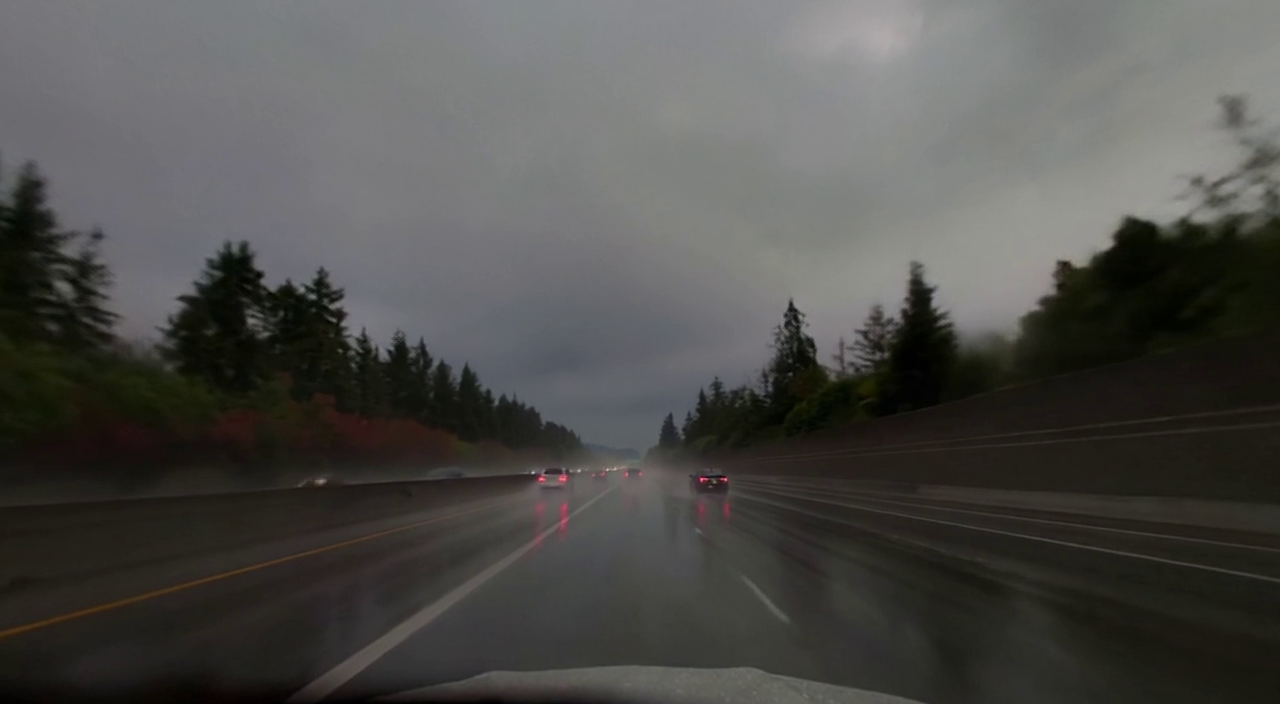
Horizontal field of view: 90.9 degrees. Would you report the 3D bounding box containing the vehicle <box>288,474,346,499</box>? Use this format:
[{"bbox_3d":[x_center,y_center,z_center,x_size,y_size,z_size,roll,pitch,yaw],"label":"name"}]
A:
[{"bbox_3d":[-20.615,8.609,40.386,1.698,1.451,3.764,0,-10,0],"label":"vehicle"}]

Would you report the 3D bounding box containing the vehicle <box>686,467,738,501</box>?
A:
[{"bbox_3d":[3.427,6.419,30.833,1.981,1.516,4.109,1,-10,-1],"label":"vehicle"}]

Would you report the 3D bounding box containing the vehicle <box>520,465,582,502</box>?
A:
[{"bbox_3d":[-3.896,5.872,28.434,2.004,1.468,4.812,0,-10,0],"label":"vehicle"}]

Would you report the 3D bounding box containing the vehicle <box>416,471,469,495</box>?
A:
[{"bbox_3d":[-12.760,8.494,41.051,1.913,1.435,4.527,0,-10,1],"label":"vehicle"}]
